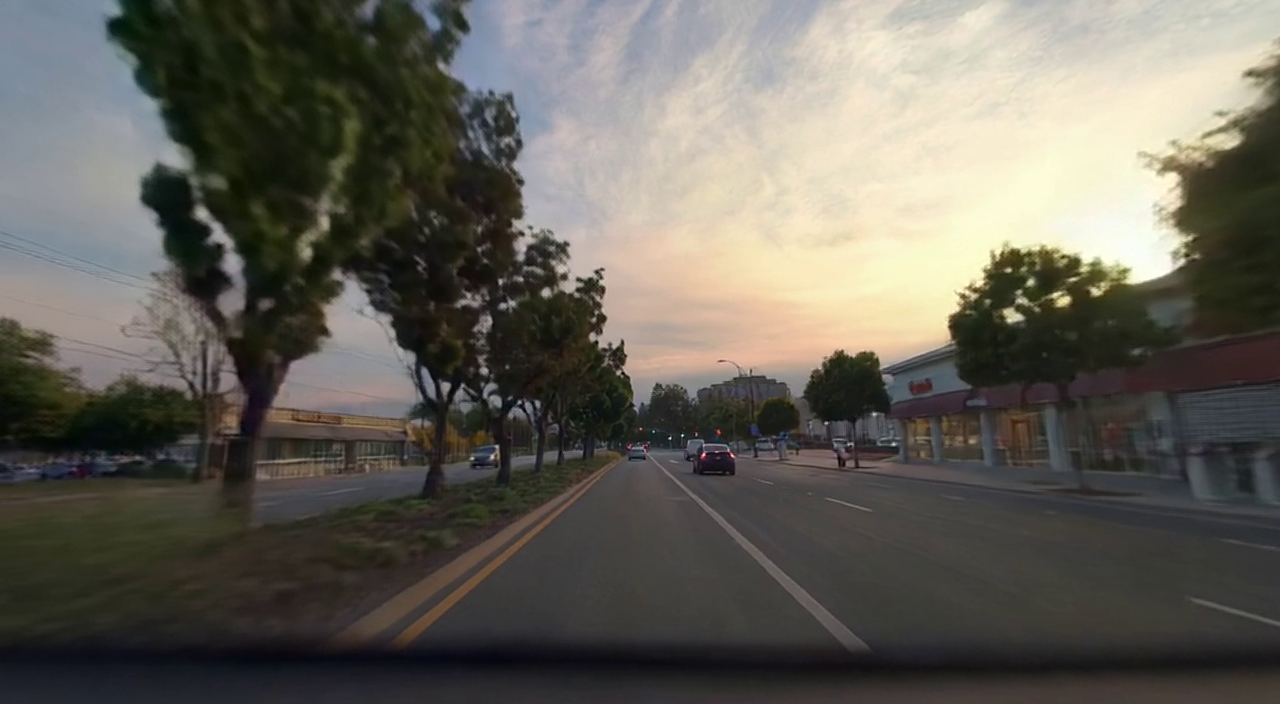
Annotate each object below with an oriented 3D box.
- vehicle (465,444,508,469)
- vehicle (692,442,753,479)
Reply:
[{"bbox_3d":[-11.921,8.155,49.449,2.116,1.789,4.889,0,-9,0],"label":"vehicle"},{"bbox_3d":[3.493,4.717,27.679,1.983,1.482,4.463,0,-9,-1],"label":"vehicle"}]
